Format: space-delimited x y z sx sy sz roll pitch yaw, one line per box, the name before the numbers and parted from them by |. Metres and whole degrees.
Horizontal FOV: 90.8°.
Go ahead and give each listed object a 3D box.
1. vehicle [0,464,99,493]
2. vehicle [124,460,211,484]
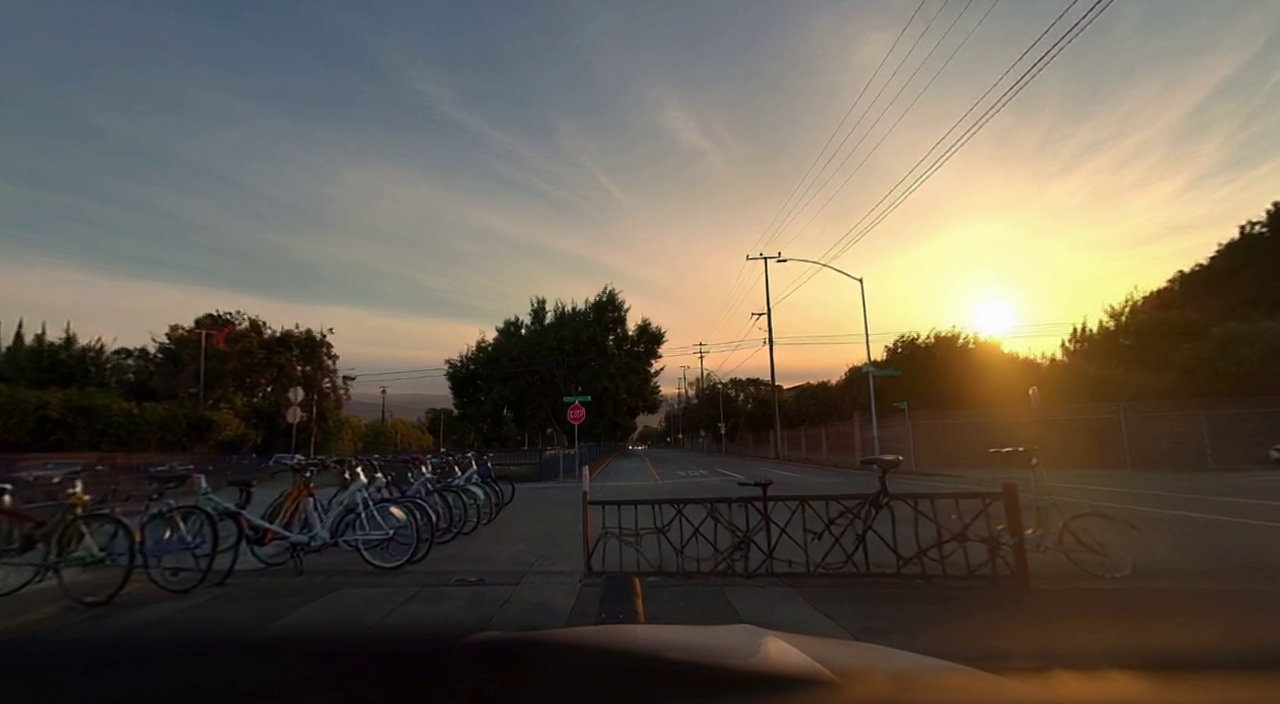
vehicle | -34.130 7.232 36.338 4.210 1.528 1.932 0 -9 0
vehicle | -33.679 8.543 45.131 4.569 1.558 1.903 0 -9 -6
